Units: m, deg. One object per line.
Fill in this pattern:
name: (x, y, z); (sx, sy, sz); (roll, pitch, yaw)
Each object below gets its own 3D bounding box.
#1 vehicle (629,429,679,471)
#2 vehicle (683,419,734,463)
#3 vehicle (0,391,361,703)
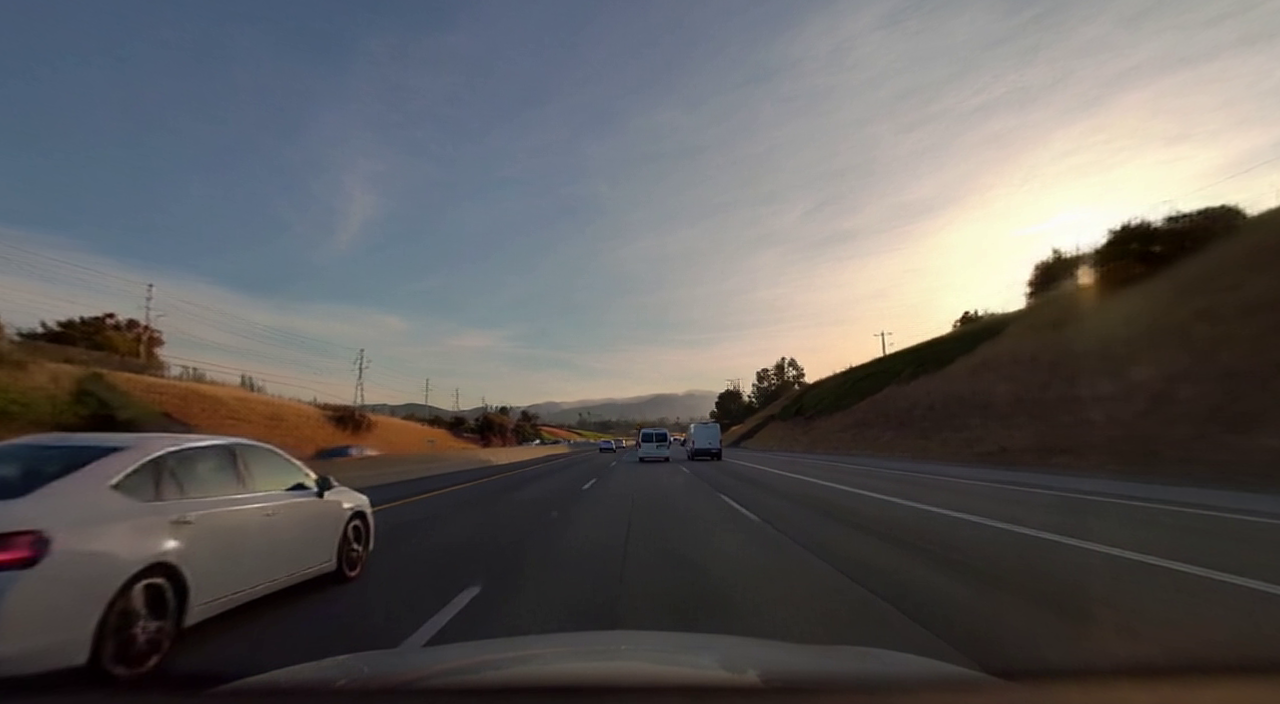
vehicle: (0.585, 4.516, 29.409); (2.159, 1.811, 4.238); (0, -8, -1)
vehicle: (3.955, 5.228, 37.223); (2.348, 2.429, 5.172); (0, -8, -1)
vehicle: (-3.308, 1.010, 3.181); (1.890, 1.490, 4.202); (0, -8, 0)
